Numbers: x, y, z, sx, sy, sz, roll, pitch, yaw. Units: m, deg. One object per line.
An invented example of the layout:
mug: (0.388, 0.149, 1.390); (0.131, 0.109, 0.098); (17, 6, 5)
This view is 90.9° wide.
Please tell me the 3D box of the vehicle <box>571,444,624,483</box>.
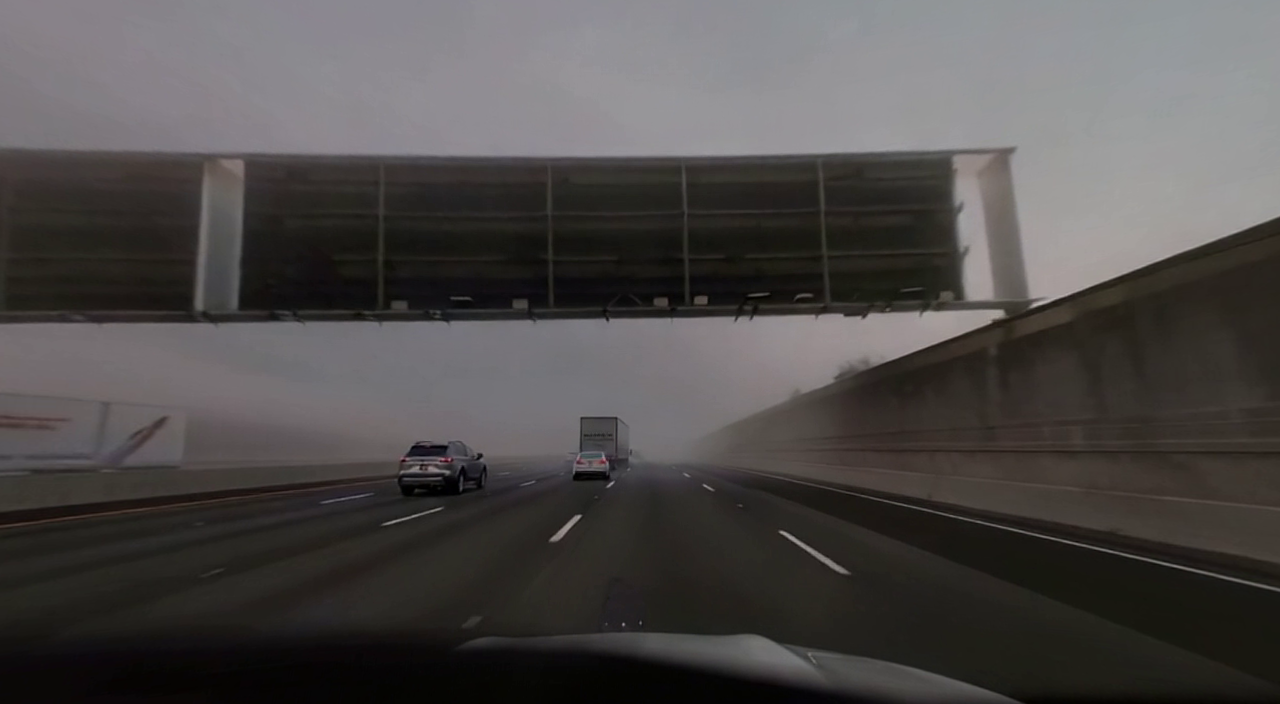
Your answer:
vehicle: (-1.865, 5.008, 28.554); (2.168, 1.597, 3.615); (0, -9, 0)

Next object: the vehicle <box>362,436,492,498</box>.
vehicle: (-6.780, 3.716, 20.829); (2.401, 1.759, 5.126); (0, -9, 1)

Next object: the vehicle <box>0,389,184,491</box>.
vehicle: (-26.860, 3.843, 27.143); (2.889, 4.015, 15.036); (0, -9, 1)

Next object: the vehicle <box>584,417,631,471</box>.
vehicle: (-2.180, 6.588, 44.870); (2.794, 3.460, 8.595); (0, -9, 1)
